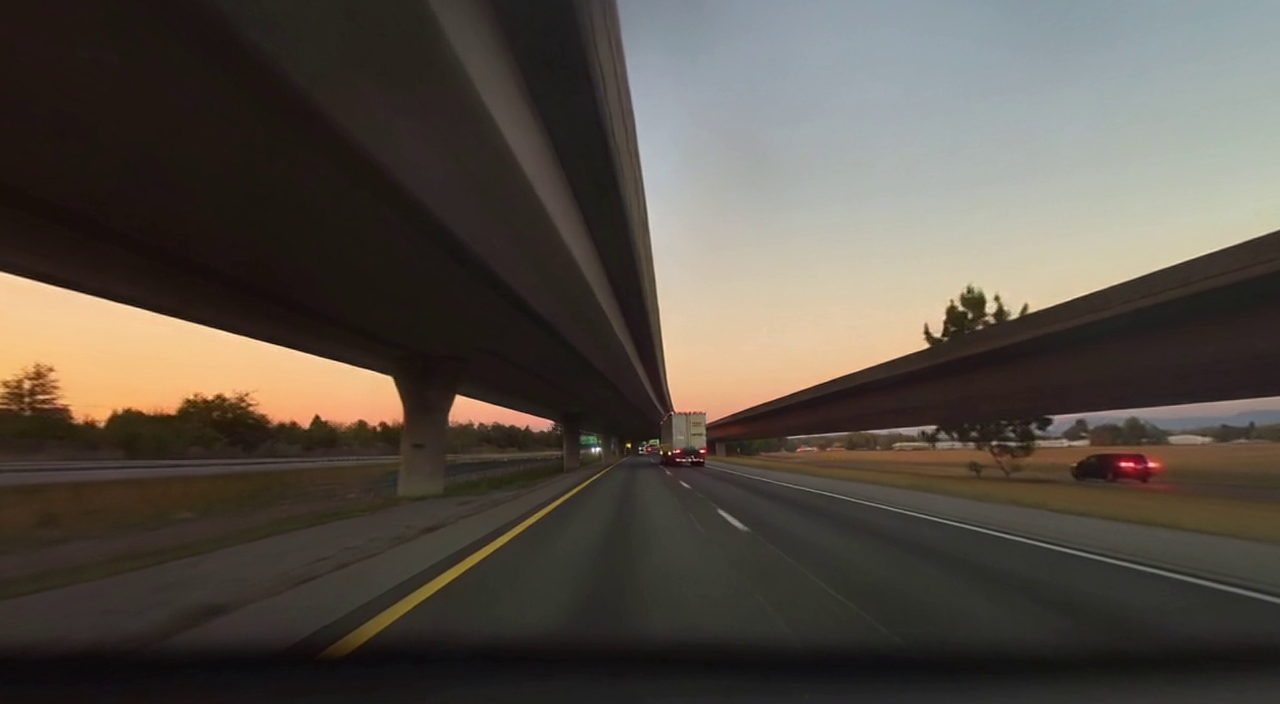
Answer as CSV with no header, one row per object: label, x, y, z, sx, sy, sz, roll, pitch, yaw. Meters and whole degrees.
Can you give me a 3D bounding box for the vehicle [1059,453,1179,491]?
vehicle,20.608,5.151,27.342,1.836,1.499,3.936,1,-9,-6
